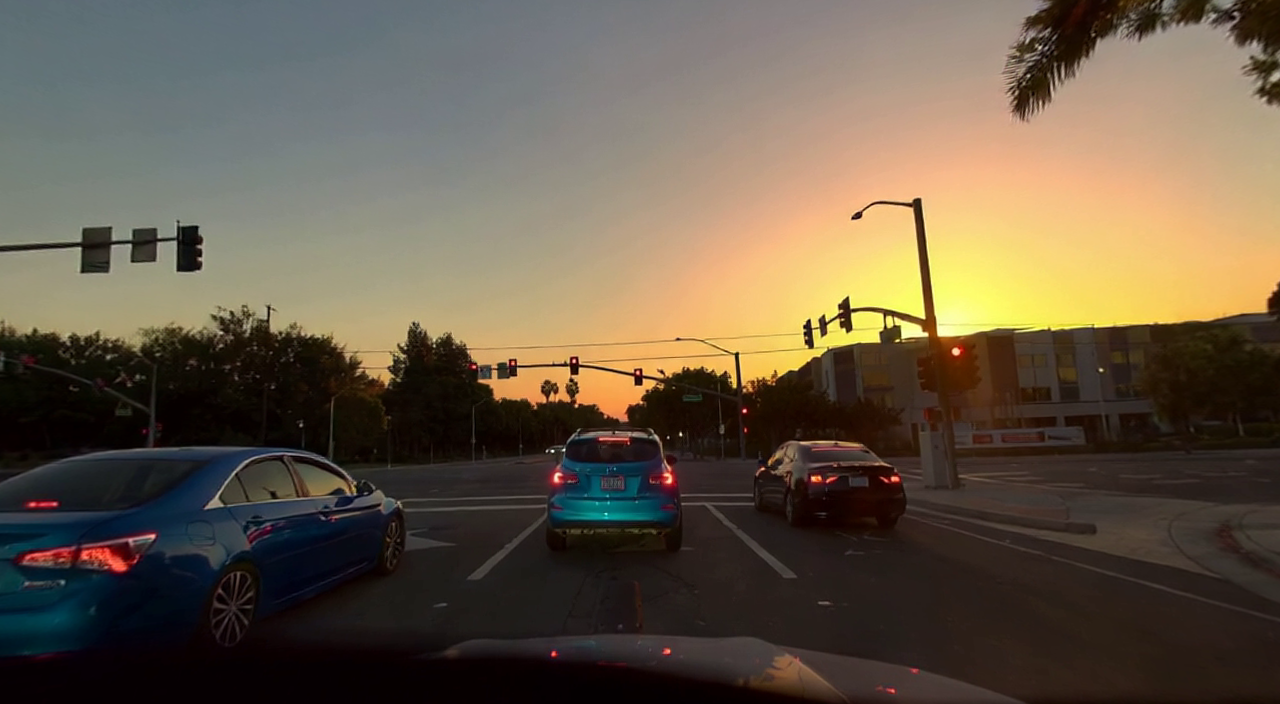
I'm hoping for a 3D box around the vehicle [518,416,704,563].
[{"bbox_3d":[-0.344,1.806,8.961,2.038,1.599,3.844,0,-8,-1],"label":"vehicle"}]

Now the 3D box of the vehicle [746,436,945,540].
[{"bbox_3d":[3.275,2.247,11.175,1.970,1.449,4.433,0,-8,-1],"label":"vehicle"}]

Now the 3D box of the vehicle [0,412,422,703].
[{"bbox_3d":[-3.577,1.339,5.077,2.052,1.472,4.479,0,-8,0],"label":"vehicle"}]
